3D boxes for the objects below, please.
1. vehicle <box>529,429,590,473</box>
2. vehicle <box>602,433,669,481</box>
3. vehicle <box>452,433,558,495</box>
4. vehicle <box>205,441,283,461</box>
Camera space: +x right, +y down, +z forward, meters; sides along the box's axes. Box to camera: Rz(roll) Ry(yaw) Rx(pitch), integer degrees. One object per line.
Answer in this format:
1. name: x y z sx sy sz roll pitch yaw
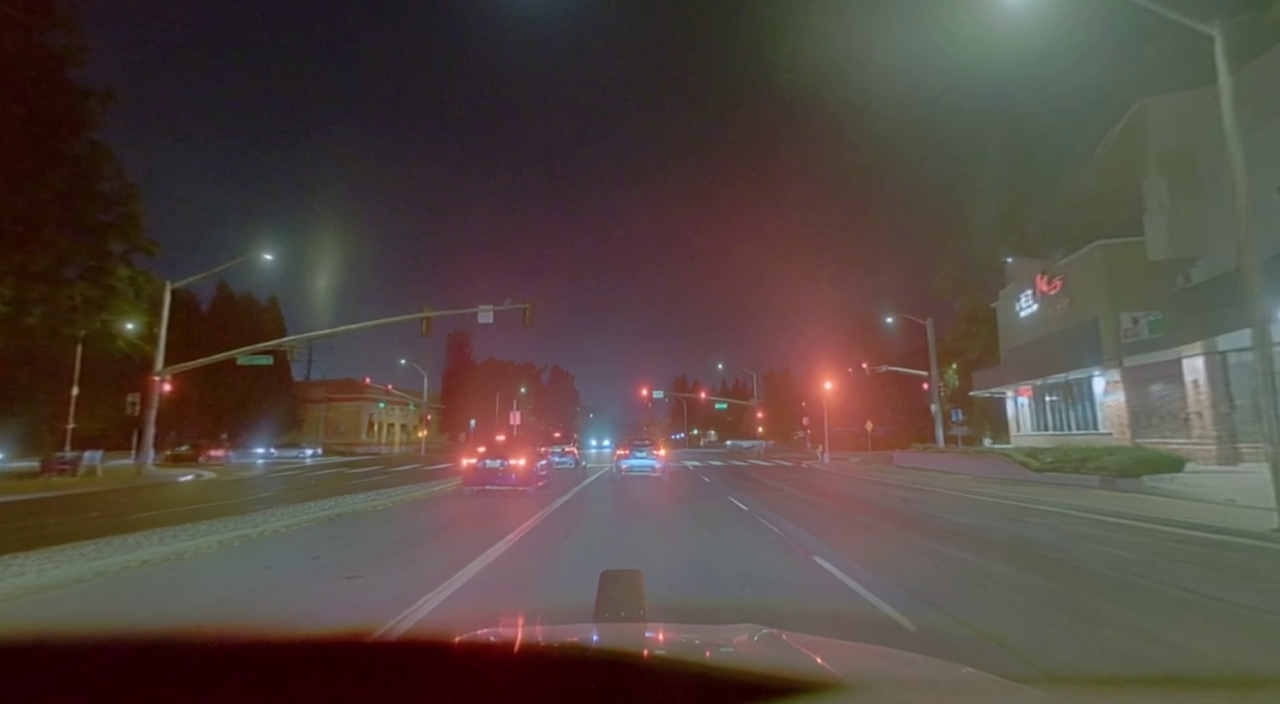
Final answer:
1. vehicle: -3.439 4.357 27.884 2.029 1.752 4.420 0 -8 1
2. vehicle: -0.162 3.550 21.529 2.066 1.482 3.923 0 -8 -1
3. vehicle: -3.619 3.097 17.879 1.942 1.497 4.561 0 -8 1
4. vehicle: -30.176 7.536 48.110 4.708 1.467 1.819 0 -8 2
